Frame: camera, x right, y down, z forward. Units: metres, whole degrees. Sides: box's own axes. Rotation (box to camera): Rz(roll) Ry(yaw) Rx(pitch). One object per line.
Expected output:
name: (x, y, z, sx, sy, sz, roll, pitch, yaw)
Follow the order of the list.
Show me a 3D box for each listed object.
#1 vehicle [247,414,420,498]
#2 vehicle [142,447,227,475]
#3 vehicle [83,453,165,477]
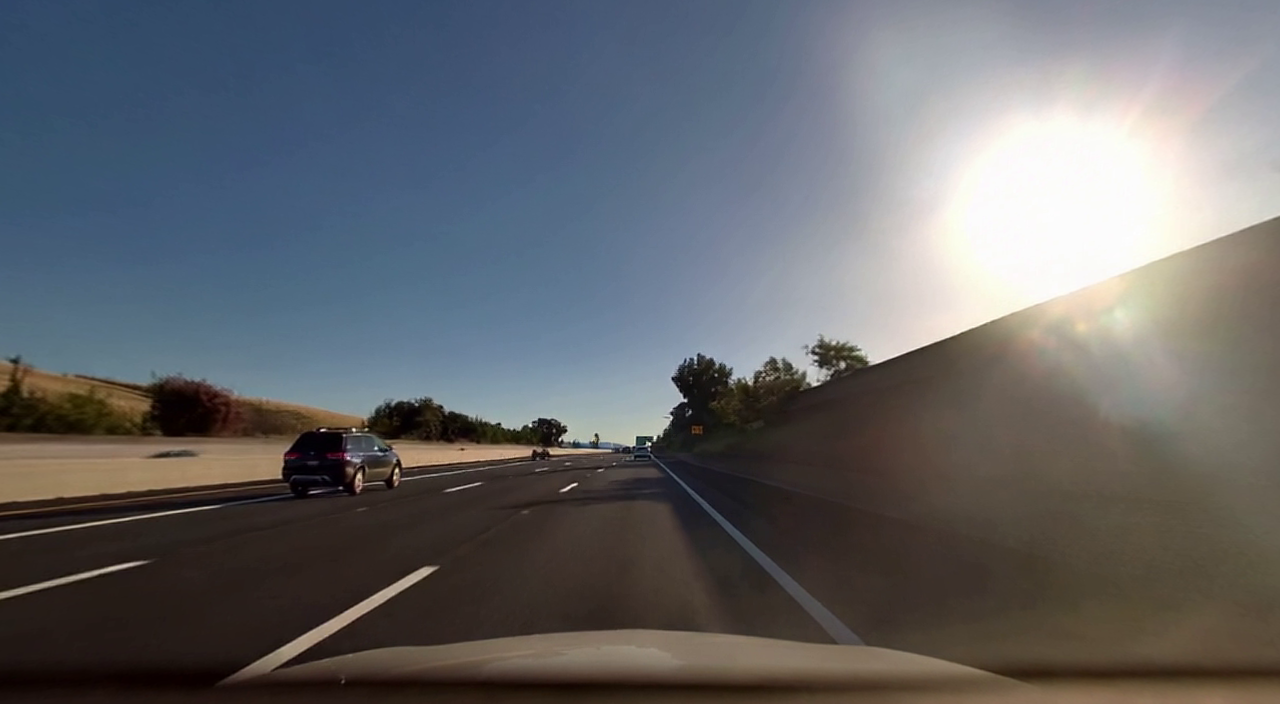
vehicle: (-8.054, 2.816, 17.281, 2.163, 1.947, 4.959, 0, -9, 1)
vehicle: (-28.993, 6.935, 40.306, 1.951, 1.652, 4.578, 0, -9, 1)
vehicle: (-36.019, 7.867, 44.101, 1.861, 1.523, 4.493, 0, -9, 1)
